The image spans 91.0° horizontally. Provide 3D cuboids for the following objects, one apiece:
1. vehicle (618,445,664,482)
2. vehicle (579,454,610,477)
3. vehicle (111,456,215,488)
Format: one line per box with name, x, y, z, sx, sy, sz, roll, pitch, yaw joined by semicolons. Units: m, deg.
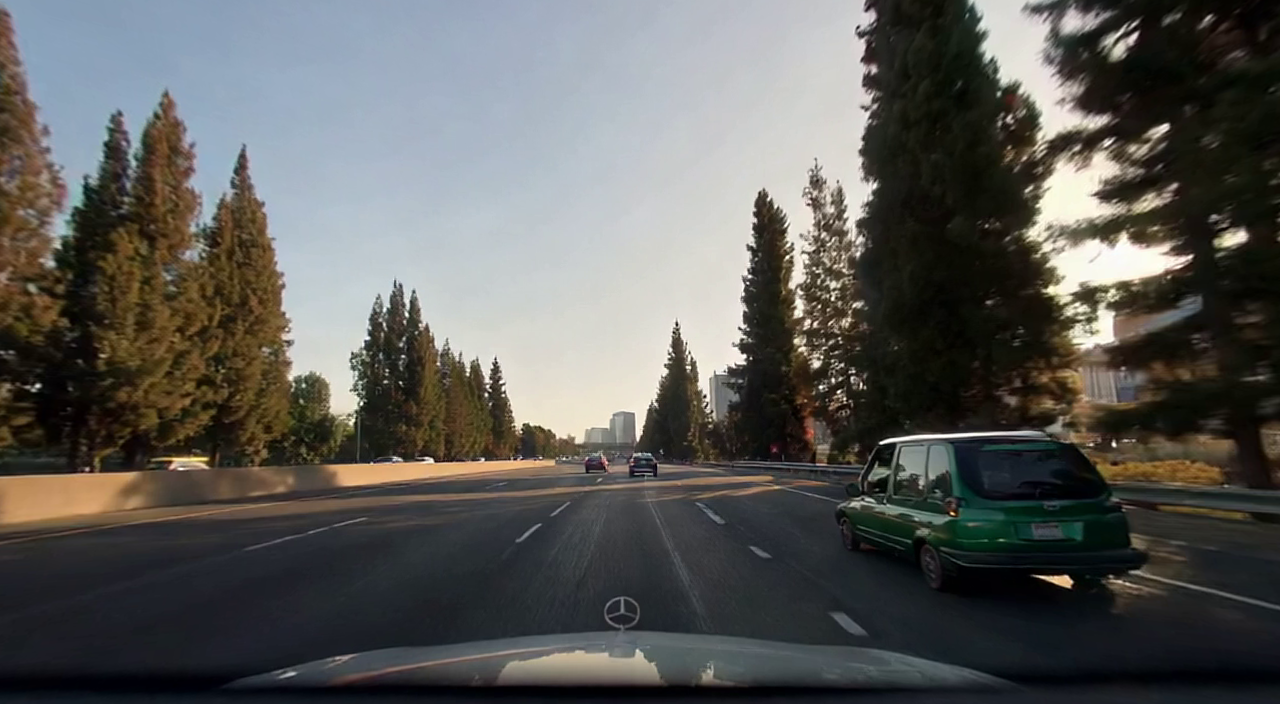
vehicle;0.030;5.982;34.073;2.302;1.810;4.707;0;-9;-1
vehicle;-3.481;8.699;48.464;2.049;1.659;4.183;0;-9;1
vehicle;-26.913;6.772;35.762;2.124;1.616;4.886;0;-9;0
